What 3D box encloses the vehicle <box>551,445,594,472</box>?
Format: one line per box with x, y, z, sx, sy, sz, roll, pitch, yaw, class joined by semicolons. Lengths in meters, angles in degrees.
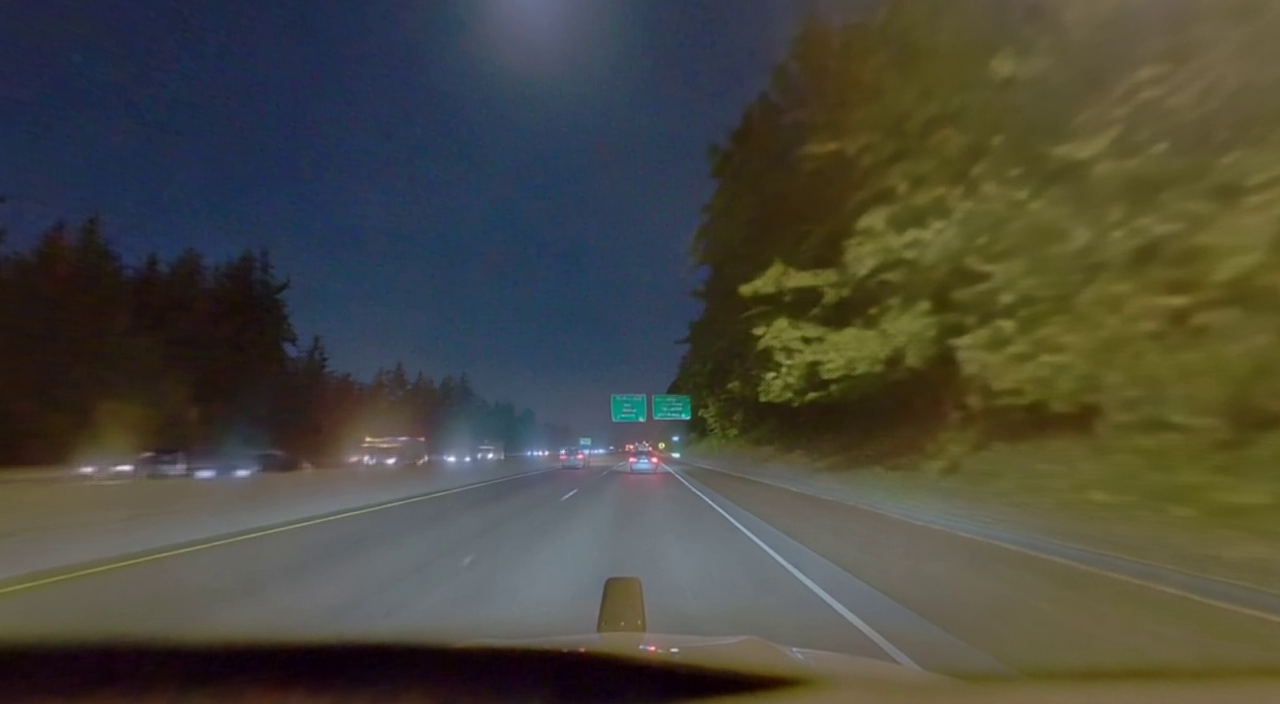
-4.036;6.461;38.296;2.081;1.534;4.543;0;-9;1;vehicle

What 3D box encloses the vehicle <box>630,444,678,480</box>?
0.625;4.820;27.773;1.960;1.456;3.818;-1;-9;1;vehicle

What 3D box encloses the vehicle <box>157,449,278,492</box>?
-16.917;4.734;25.535;1.893;1.544;4.323;0;-9;-1;vehicle

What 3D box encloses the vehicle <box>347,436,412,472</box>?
-20.418;8.045;49.800;2.353;2.613;6.328;0;-9;1;vehicle

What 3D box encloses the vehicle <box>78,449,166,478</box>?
-31.483;6.778;38.467;1.857;1.602;4.302;0;-9;-3;vehicle
